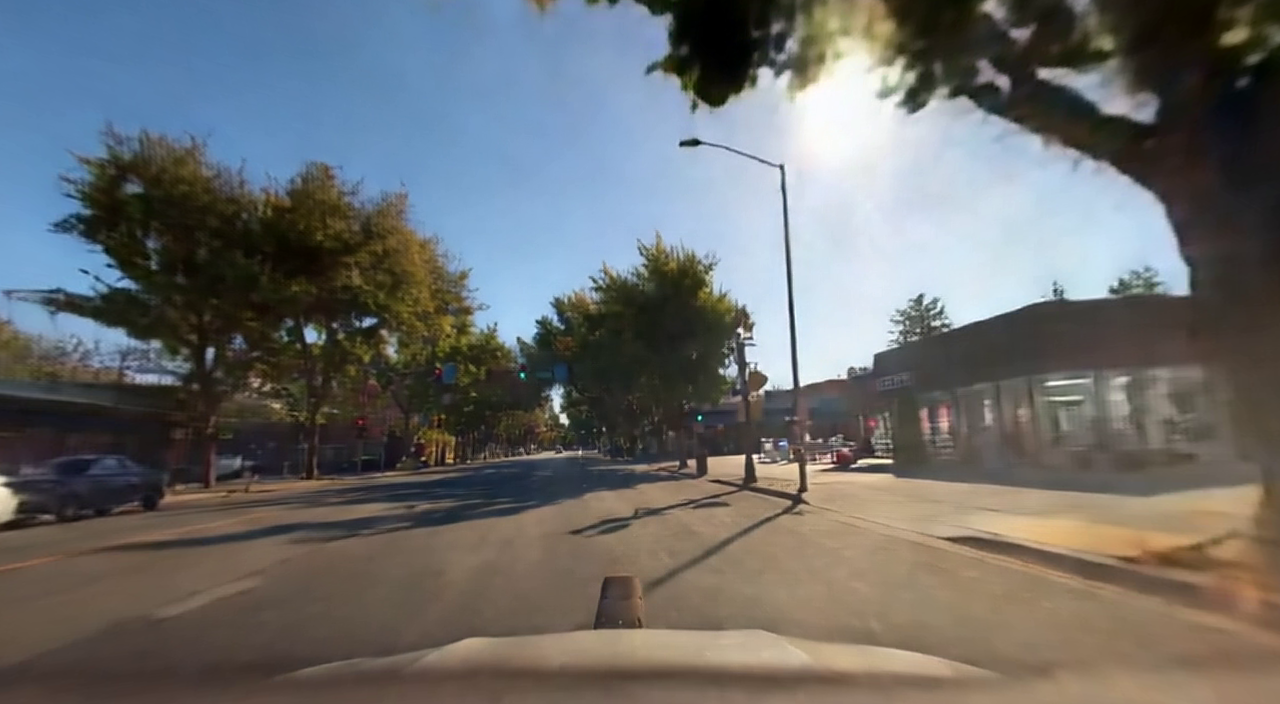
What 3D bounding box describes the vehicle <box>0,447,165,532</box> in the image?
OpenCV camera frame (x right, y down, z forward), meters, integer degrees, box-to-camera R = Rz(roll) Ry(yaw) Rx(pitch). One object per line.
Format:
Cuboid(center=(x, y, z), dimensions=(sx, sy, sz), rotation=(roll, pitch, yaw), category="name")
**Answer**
Cuboid(center=(-14.223, 3.330, 15.450), dimensions=(1.944, 1.742, 4.507), rotation=(-3, -10, -6), category="vehicle")
